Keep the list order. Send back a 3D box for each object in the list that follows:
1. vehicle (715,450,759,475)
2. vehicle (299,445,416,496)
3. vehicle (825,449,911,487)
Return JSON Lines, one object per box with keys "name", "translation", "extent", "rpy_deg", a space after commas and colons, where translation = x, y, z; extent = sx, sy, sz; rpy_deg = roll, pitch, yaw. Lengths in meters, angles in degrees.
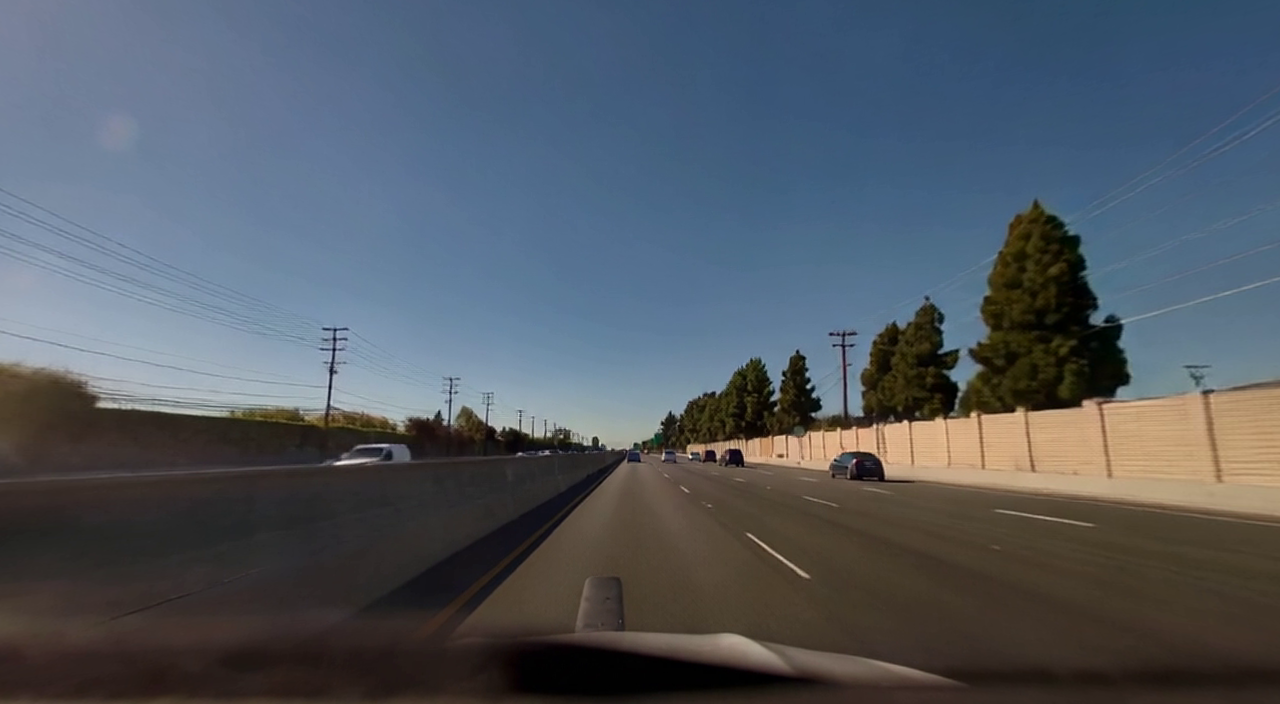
{"name": "vehicle", "translation": [6.312, 7.189, 41.505], "extent": [2.069, 1.520, 4.614], "rpy_deg": [0, -9, -1]}
{"name": "vehicle", "translation": [-9.982, 4.192, 22.789], "extent": [2.170, 1.635, 4.356], "rpy_deg": [0, -9, 0]}
{"name": "vehicle", "translation": [9.680, 4.936, 27.239], "extent": [1.969, 1.506, 4.422], "rpy_deg": [0, -9, -1]}
